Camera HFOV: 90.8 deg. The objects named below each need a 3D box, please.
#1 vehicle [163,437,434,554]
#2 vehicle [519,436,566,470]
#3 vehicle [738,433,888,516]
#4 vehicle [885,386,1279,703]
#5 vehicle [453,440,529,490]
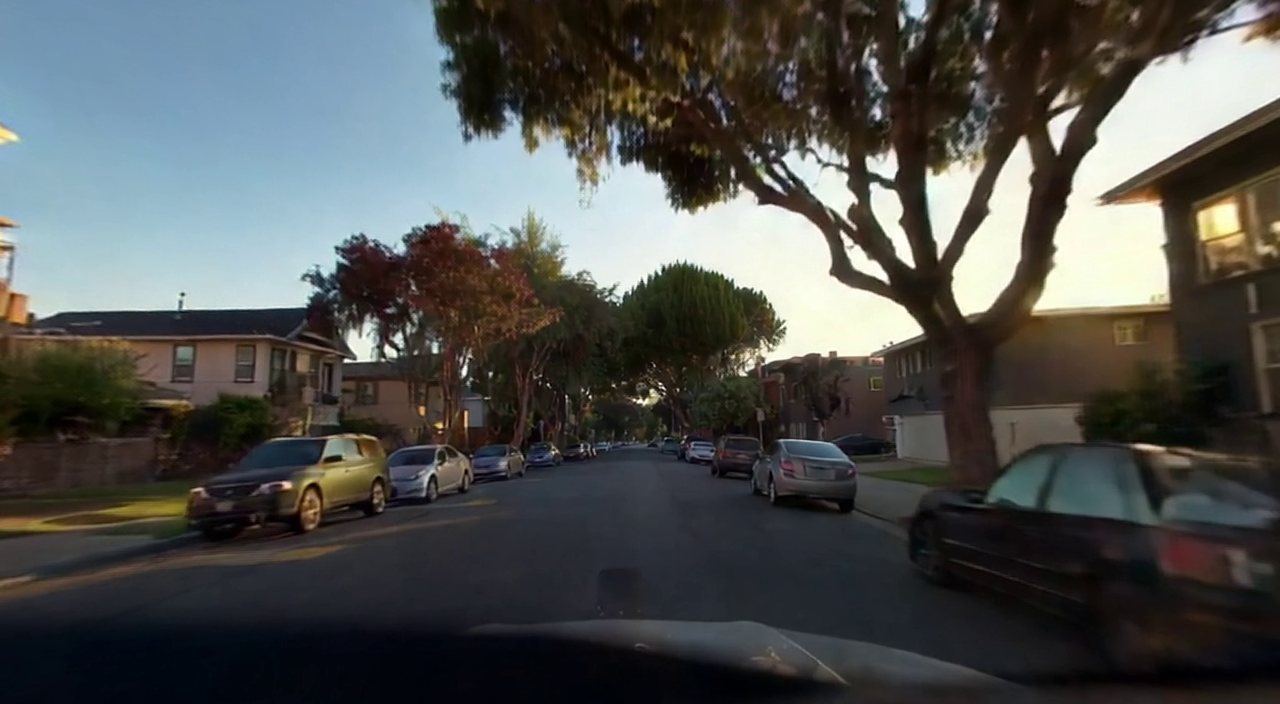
[{"bbox_3d":[-5.737,2.434,11.637,2.169,1.574,5.016,-3,-9,1],"label":"vehicle"},{"bbox_3d":[-5.787,6.119,38.161,2.106,1.760,4.573,-4,-9,-1],"label":"vehicle"},{"bbox_3d":[3.527,2.572,13.849,1.881,1.482,4.531,0,-8,-2],"label":"vehicle"},{"bbox_3d":[3.604,1.235,4.674,1.909,1.595,4.136,0,-8,0],"label":"vehicle"},{"bbox_3d":[-5.781,4.379,25.065,1.901,1.475,4.425,-4,-6,0],"label":"vehicle"}]
